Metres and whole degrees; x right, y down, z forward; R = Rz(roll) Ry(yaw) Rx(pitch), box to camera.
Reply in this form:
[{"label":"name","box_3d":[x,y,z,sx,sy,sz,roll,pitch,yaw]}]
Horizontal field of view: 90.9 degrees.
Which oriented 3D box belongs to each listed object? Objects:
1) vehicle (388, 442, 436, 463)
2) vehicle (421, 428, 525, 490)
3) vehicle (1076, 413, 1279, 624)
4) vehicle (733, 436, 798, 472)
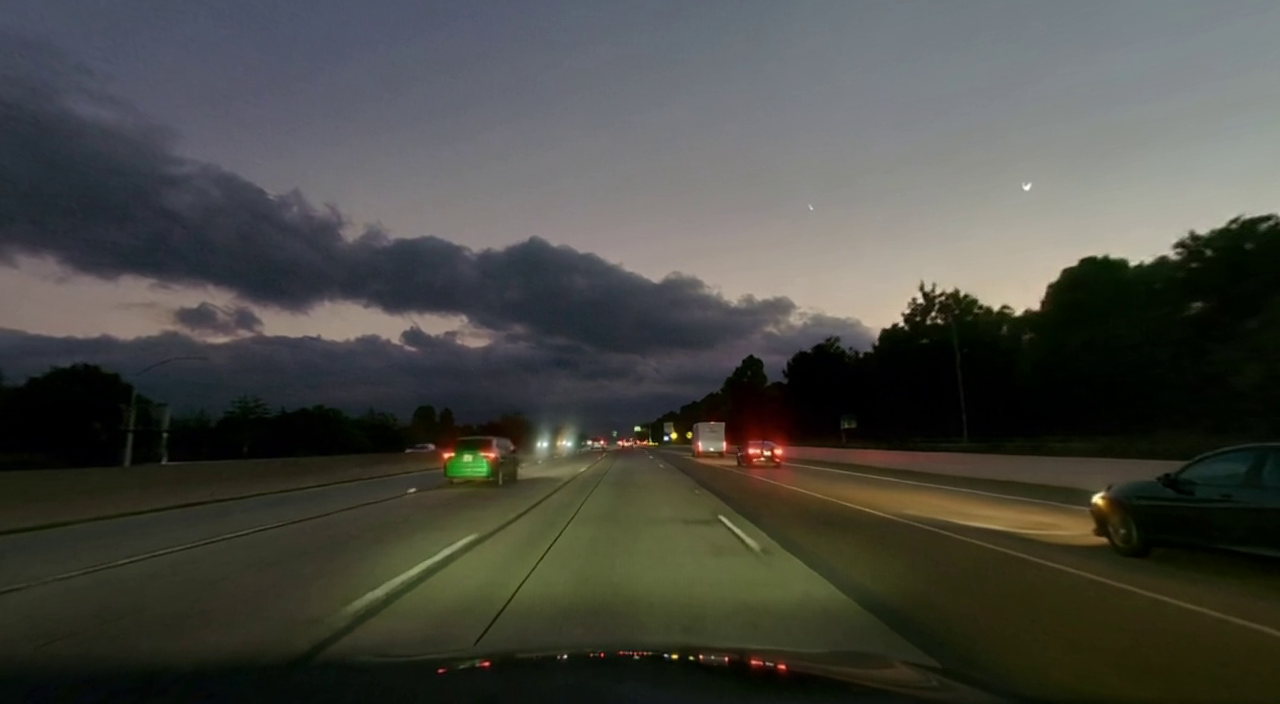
[{"label":"vehicle","box_3d":[-16.953,7.441,47.025,1.864,1.436,4.572,0,-8,0]},{"label":"vehicle","box_3d":[-4.675,3.021,18.235,1.966,1.570,3.859,0,-8,0]},{"label":"vehicle","box_3d":[5.565,1.170,4.384,2.028,1.488,4.236,0,-8,0]},{"label":"vehicle","box_3d":[5.355,4.381,27.463,1.920,1.436,3.890,0,-8,-2]}]
